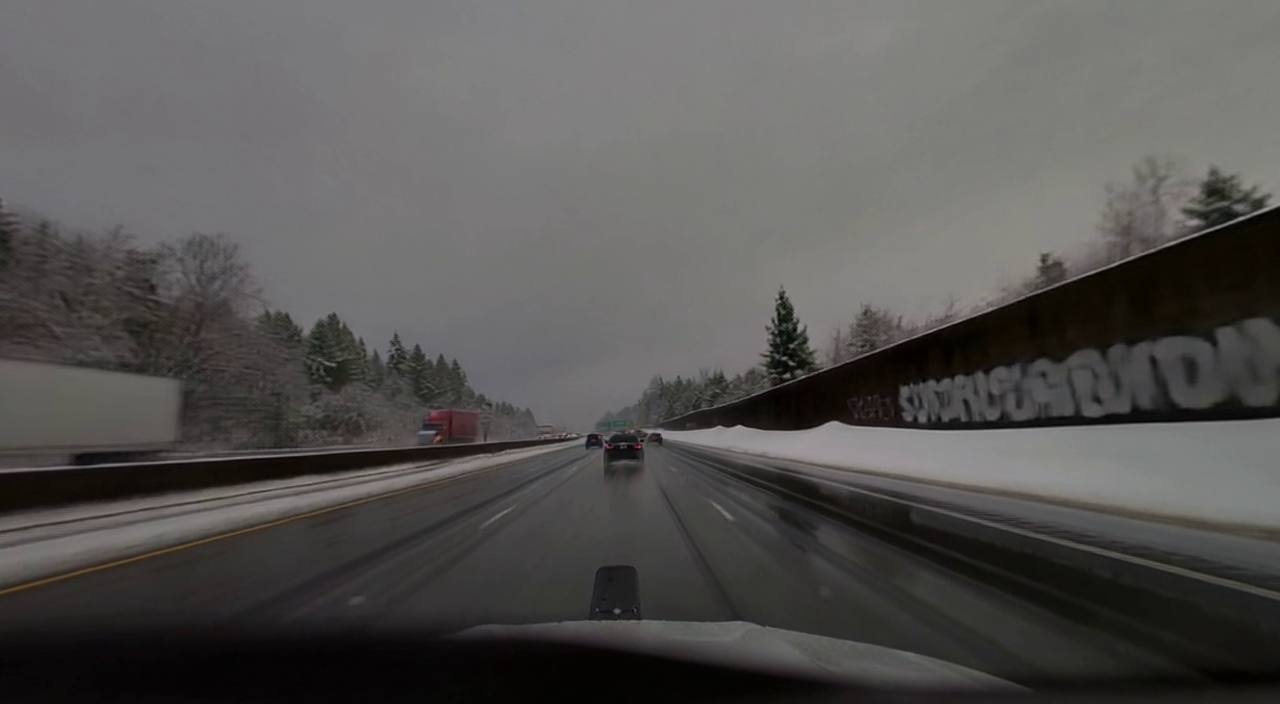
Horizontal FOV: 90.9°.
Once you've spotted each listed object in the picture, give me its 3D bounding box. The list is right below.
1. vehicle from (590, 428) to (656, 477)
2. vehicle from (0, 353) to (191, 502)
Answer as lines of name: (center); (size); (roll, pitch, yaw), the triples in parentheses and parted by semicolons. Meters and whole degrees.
vehicle: (-0.559, 3.364, 21.334); (2.044, 1.477, 3.693); (0, -8, -1)
vehicle: (-21.074, 2.207, 18.524); (3.230, 4.506, 17.563); (0, -7, -1)
